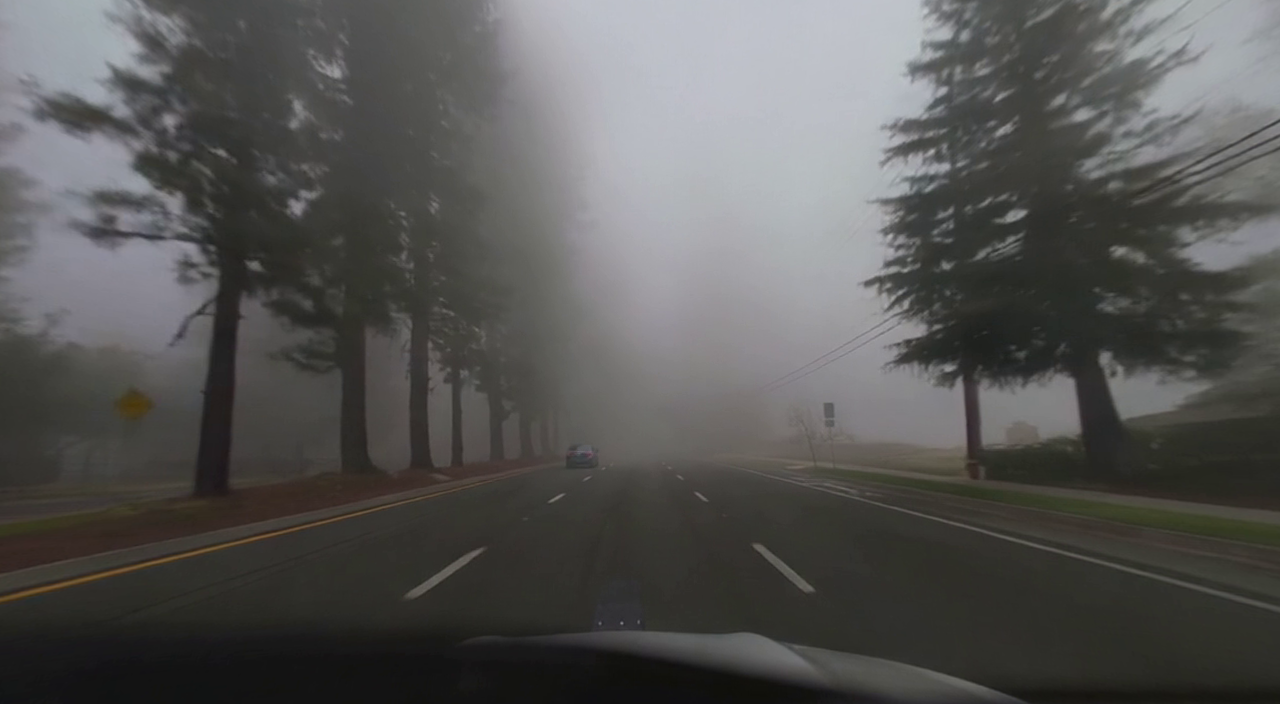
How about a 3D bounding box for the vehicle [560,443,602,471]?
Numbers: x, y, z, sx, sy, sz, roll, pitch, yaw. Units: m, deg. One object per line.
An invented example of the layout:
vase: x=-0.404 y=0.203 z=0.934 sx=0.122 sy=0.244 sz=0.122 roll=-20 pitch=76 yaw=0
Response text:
vehicle: x=-3.380 y=6.046 z=36.648 sx=2.007 sy=1.514 sz=4.049 roll=0 pitch=-8 yaw=1
